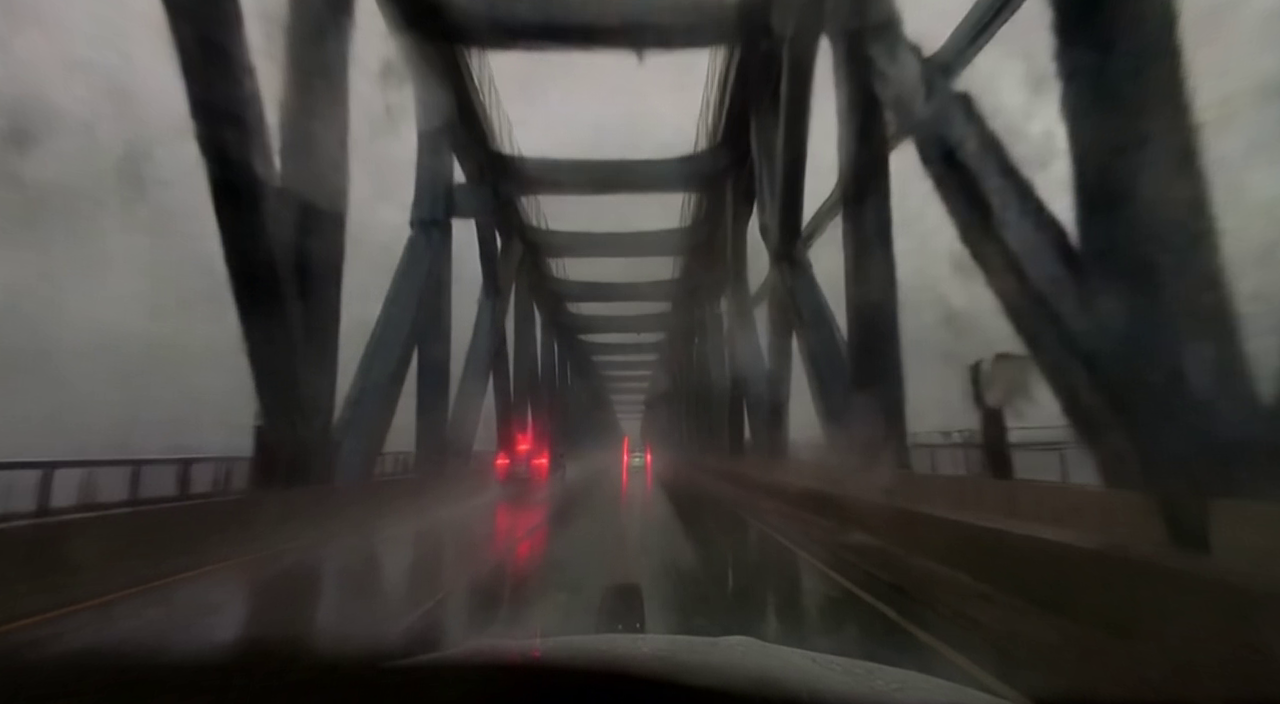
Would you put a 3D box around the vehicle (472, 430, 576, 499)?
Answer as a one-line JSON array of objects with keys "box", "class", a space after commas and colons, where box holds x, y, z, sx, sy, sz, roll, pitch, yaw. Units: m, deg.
[{"box": [-3.339, 3.358, 19.222, 2.190, 1.807, 4.741, -1, -9, 1], "class": "vehicle"}]

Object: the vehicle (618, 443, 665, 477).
[{"box": [0.070, 5.046, 29.739, 2.048, 1.450, 3.973, 0, -9, 0], "class": "vehicle"}]
